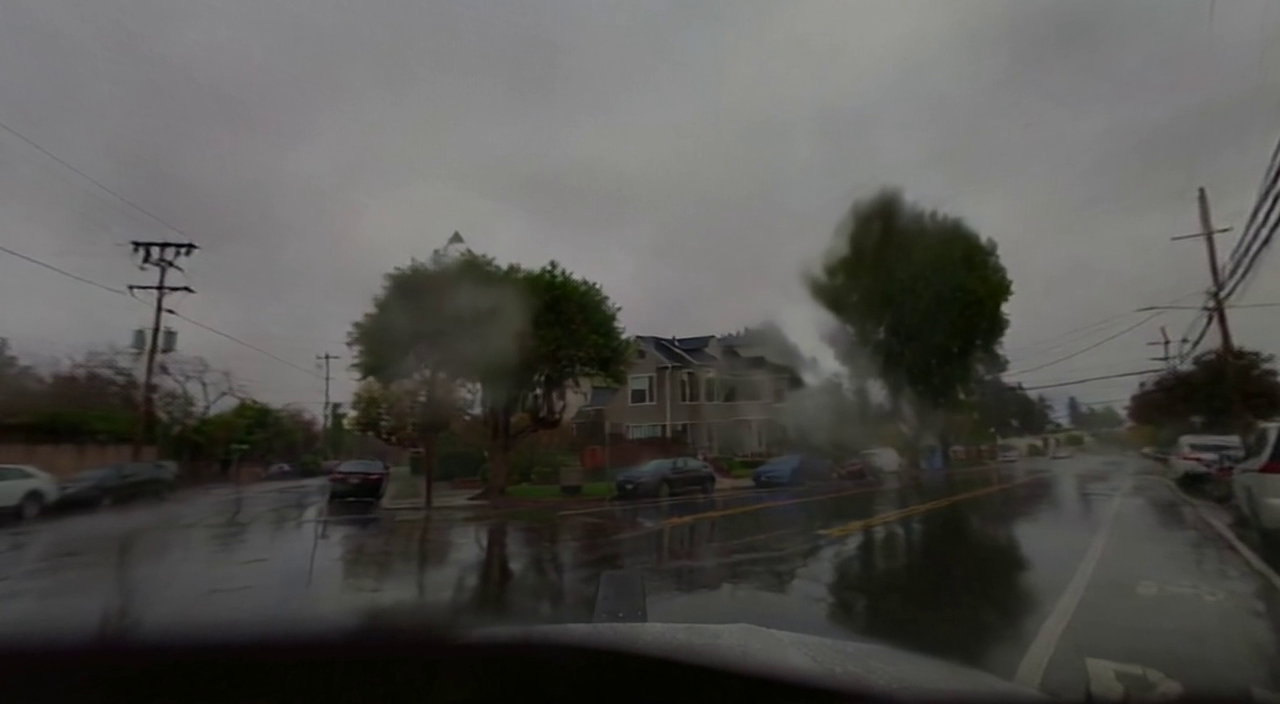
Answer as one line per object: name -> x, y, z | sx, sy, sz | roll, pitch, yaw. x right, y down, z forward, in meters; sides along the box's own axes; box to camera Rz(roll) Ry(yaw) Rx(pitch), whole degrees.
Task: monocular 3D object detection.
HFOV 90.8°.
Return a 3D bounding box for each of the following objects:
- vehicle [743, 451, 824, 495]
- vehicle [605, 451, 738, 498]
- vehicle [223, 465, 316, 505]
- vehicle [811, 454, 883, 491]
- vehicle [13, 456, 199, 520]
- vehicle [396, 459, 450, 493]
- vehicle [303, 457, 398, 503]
vehicle -> 6.864, 5.631, 29.878 | 1.937, 1.837, 4.414 | -7, -11, 38
vehicle -> 1.281, 4.584, 23.129 | 2.136, 1.431, 5.197 | -12, -18, 37
vehicle -> -20.565, 7.380, 35.402 | 2.287, 1.830, 5.343 | 0, -8, -5
vehicle -> 11.985, 6.835, 36.349 | 2.089, 1.837, 5.499 | -7, -11, 38
vehicle -> -19.216, 4.860, 23.238 | 2.283, 1.909, 5.692 | 1, -8, -6
vehicle -> -12.354, 7.051, 36.220 | 1.989, 1.683, 3.918 | 0, -8, -4
vehicle -> -11.408, 5.028, 25.271 | 1.981, 1.579, 4.446 | 0, -8, -4
